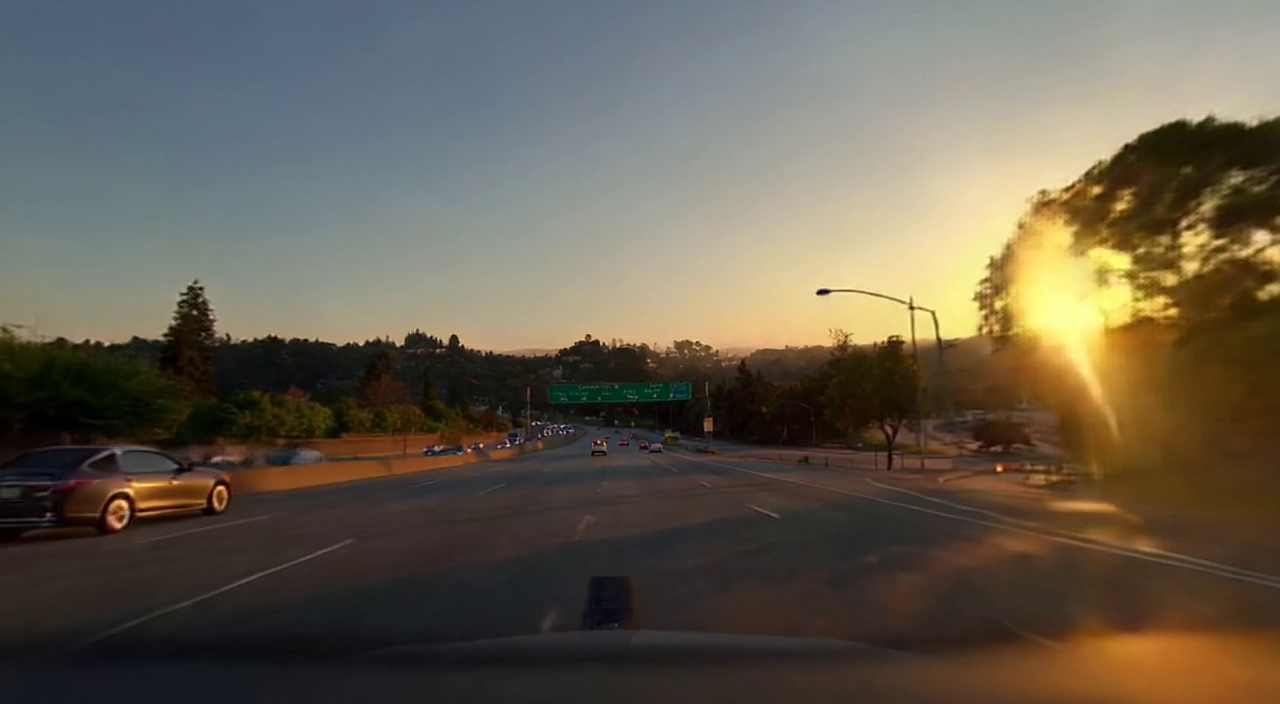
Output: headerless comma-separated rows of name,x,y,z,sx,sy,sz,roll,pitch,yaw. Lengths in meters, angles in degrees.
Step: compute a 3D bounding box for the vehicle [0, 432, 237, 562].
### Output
vehicle,-8.580,2.025,9.553,2.060,1.507,4.494,0,-9,-1
